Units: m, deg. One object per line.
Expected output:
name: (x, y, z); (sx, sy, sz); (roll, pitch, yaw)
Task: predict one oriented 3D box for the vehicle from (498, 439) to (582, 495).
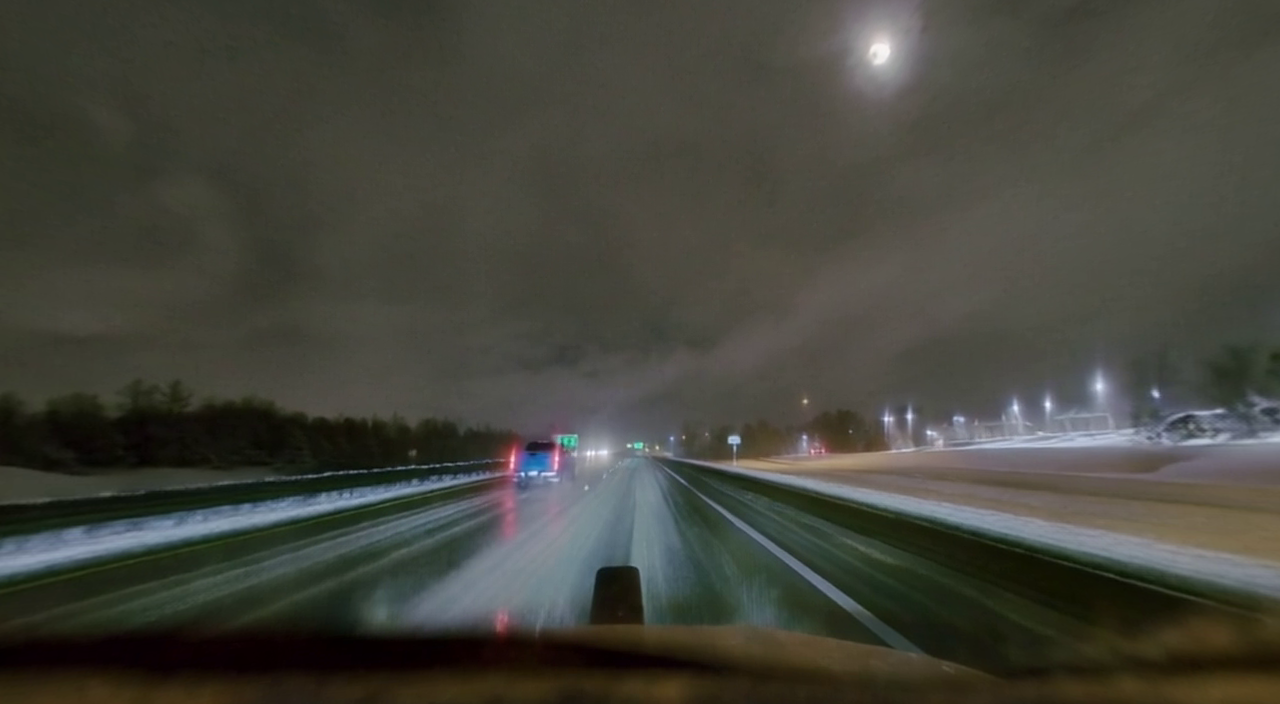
vehicle: (-3.322, 3.918, 21.775); (2.152, 1.717, 4.423); (0, -9, 1)
